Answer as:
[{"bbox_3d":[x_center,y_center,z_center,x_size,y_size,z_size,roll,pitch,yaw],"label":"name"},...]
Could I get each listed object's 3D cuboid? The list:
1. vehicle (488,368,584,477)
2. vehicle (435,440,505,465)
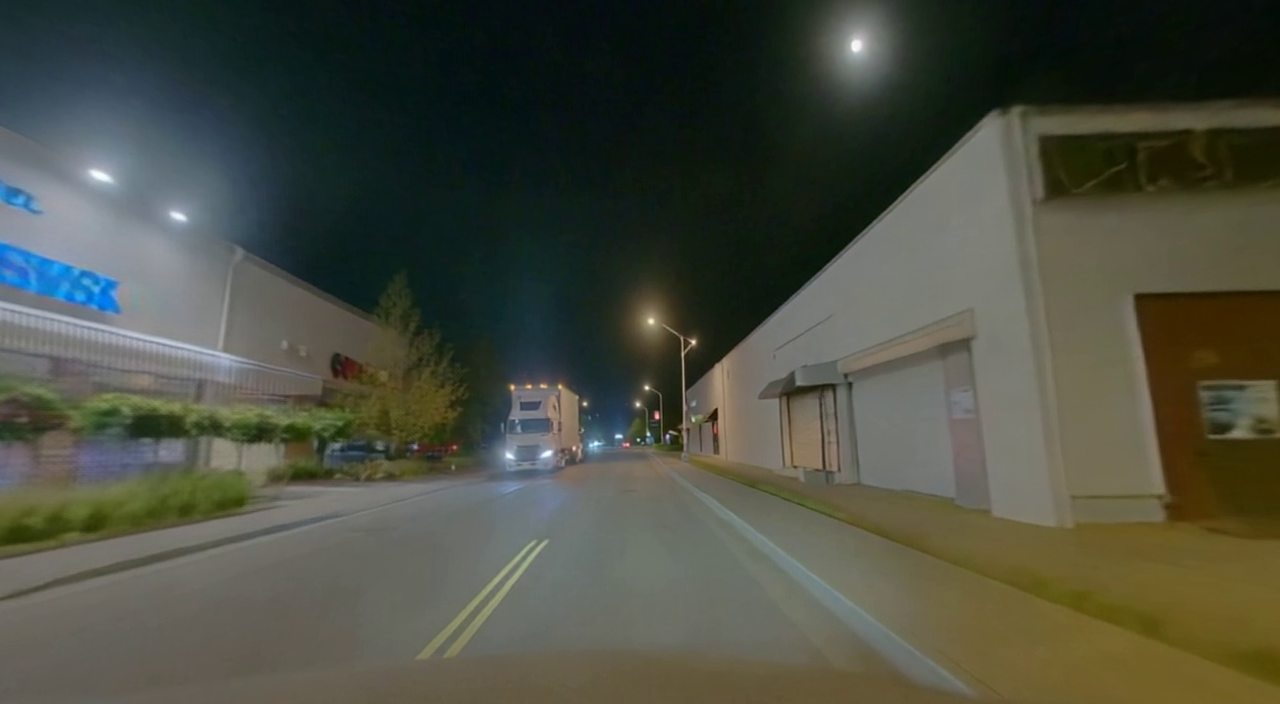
[{"bbox_3d":[-5.288,4.046,35.489,2.976,4.754,15.127,-1,-7,0],"label":"vehicle"},{"bbox_3d":[-10.554,6.259,39.116,3.893,1.413,1.625,-1,-8,-1],"label":"vehicle"}]
